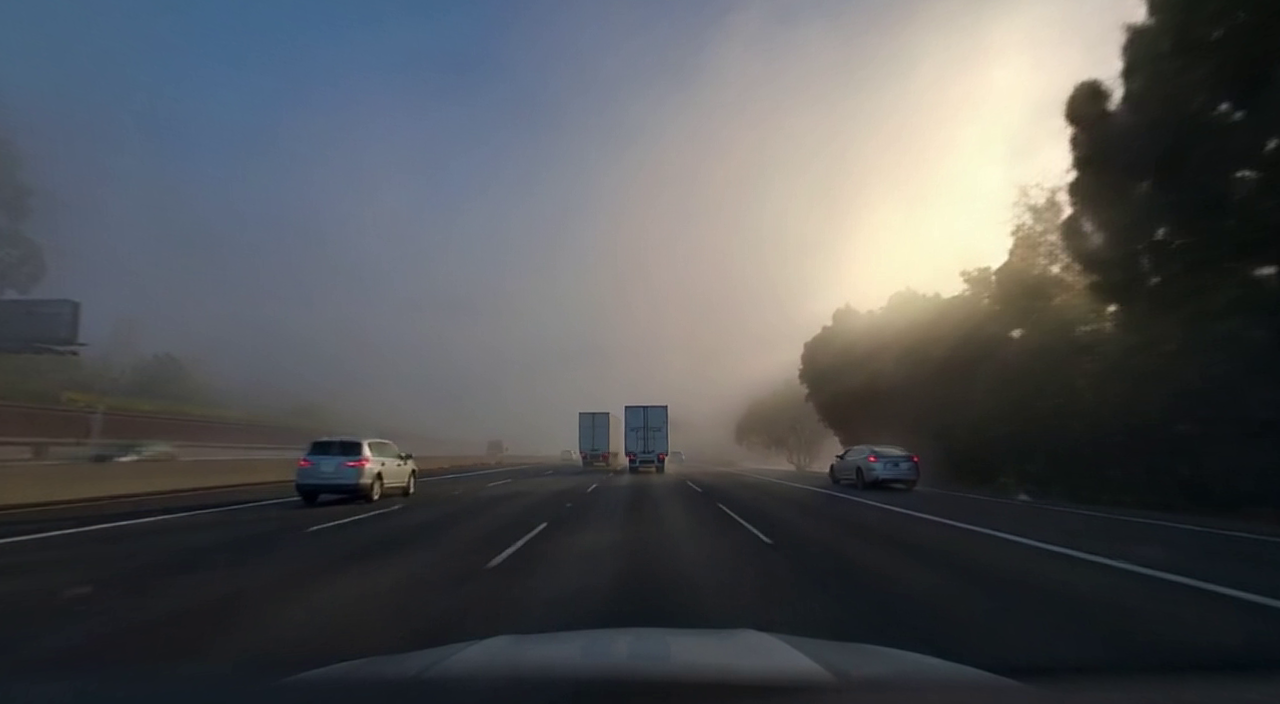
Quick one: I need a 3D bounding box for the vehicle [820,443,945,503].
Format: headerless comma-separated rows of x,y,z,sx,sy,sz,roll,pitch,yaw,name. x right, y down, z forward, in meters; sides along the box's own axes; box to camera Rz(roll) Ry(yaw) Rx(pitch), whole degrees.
7.096,3.554,19.025,1.969,1.560,4.394,0,-8,-1,vehicle

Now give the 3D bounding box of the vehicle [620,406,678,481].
0.431,5.419,39.115,3.054,3.944,11.230,0,-6,0,vehicle

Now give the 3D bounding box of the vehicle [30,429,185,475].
-21.953,4.146,26.357,2.287,1.689,4.740,0,-8,1,vehicle

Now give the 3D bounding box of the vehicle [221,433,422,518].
-6.729,2.638,14.084,1.992,1.547,4.673,0,-8,1,vehicle
